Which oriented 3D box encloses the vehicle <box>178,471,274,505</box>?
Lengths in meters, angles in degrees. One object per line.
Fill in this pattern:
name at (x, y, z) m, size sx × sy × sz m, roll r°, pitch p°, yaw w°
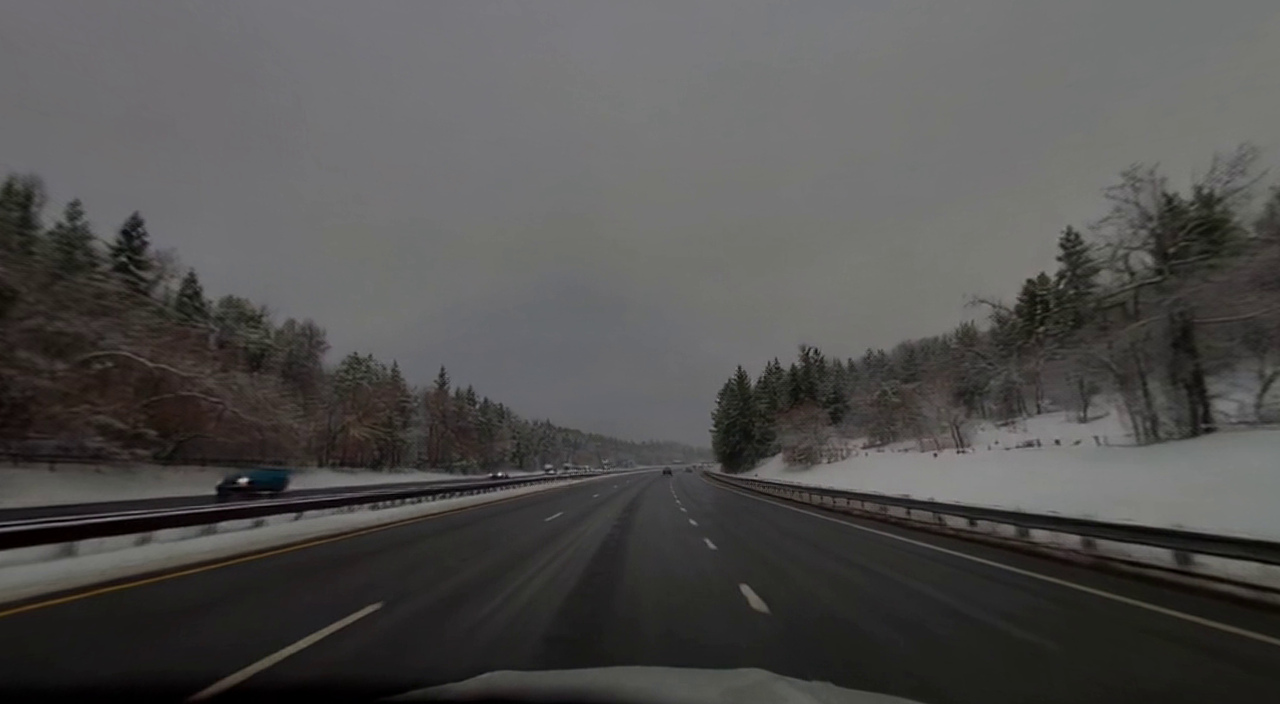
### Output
vehicle at (-20.539, 6.722, 31.384) m, size 1.797 × 1.516 × 4.232 m, roll 1°, pitch -10°, yaw 1°
